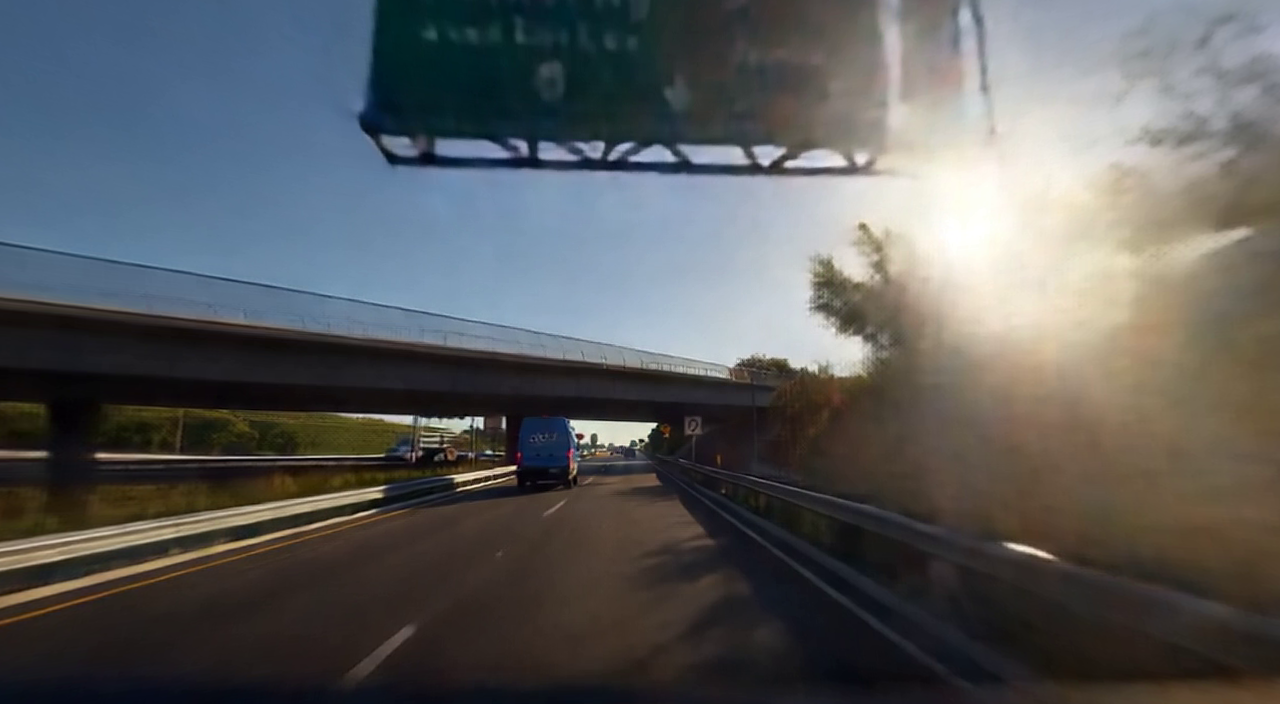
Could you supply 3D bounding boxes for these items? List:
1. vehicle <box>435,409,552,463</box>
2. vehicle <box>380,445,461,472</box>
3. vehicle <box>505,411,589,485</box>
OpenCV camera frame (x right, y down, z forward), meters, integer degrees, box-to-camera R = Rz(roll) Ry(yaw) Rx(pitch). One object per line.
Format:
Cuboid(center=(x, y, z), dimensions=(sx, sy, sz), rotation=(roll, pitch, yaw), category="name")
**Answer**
Cuboid(center=(-11.792, 6.780, 49.831), dimensions=(10.047, 3.953, 3.340), rotation=(-7, -11, 37), category="vehicle")
Cuboid(center=(-13.314, 6.474, 38.281), dimensions=(4.396, 1.557, 1.952), rotation=(2, -9, -14), category="vehicle")
Cuboid(center=(-3.651, 4.015, 26.200), dimensions=(2.463, 2.640, 7.034), rotation=(0, -9, 0), category="vehicle")
